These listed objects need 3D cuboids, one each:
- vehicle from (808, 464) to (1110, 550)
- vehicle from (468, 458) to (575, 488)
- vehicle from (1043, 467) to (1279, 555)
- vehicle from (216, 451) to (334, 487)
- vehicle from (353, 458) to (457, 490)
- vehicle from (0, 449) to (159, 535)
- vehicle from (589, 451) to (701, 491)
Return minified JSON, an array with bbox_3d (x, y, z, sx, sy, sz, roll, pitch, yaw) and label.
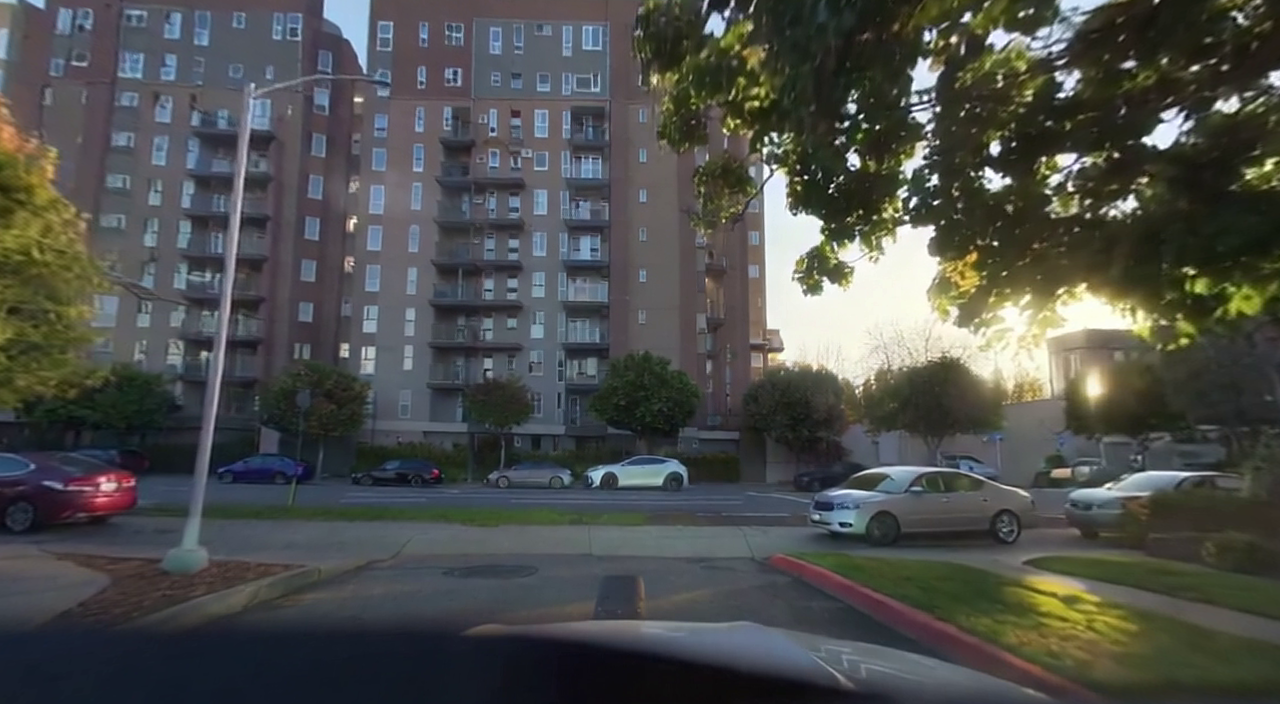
[{"bbox_3d":[5.896,2.920,12.222,4.714,1.471,1.978,0,-10,2],"label":"vehicle"},{"bbox_3d":[-5.680,5.897,30.723,4.851,1.339,1.785,-1,-12,-2],"label":"vehicle"},{"bbox_3d":[10.644,3.004,12.260,4.163,1.500,2.076,0,-10,0],"label":"vehicle"},{"bbox_3d":[-17.437,5.590,30.376,4.426,1.641,1.889,1,-10,-4],"label":"vehicle"},{"bbox_3d":[-11.301,5.886,30.587,4.336,1.438,1.776,1,-9,-3],"label":"vehicle"},{"bbox_3d":[-12.430,2.674,12.344,4.359,1.519,1.964,0,-9,-1],"label":"vehicle"},{"bbox_3d":[0.168,5.802,30.809,5.299,1.860,2.098,1,-10,-4],"label":"vehicle"}]
